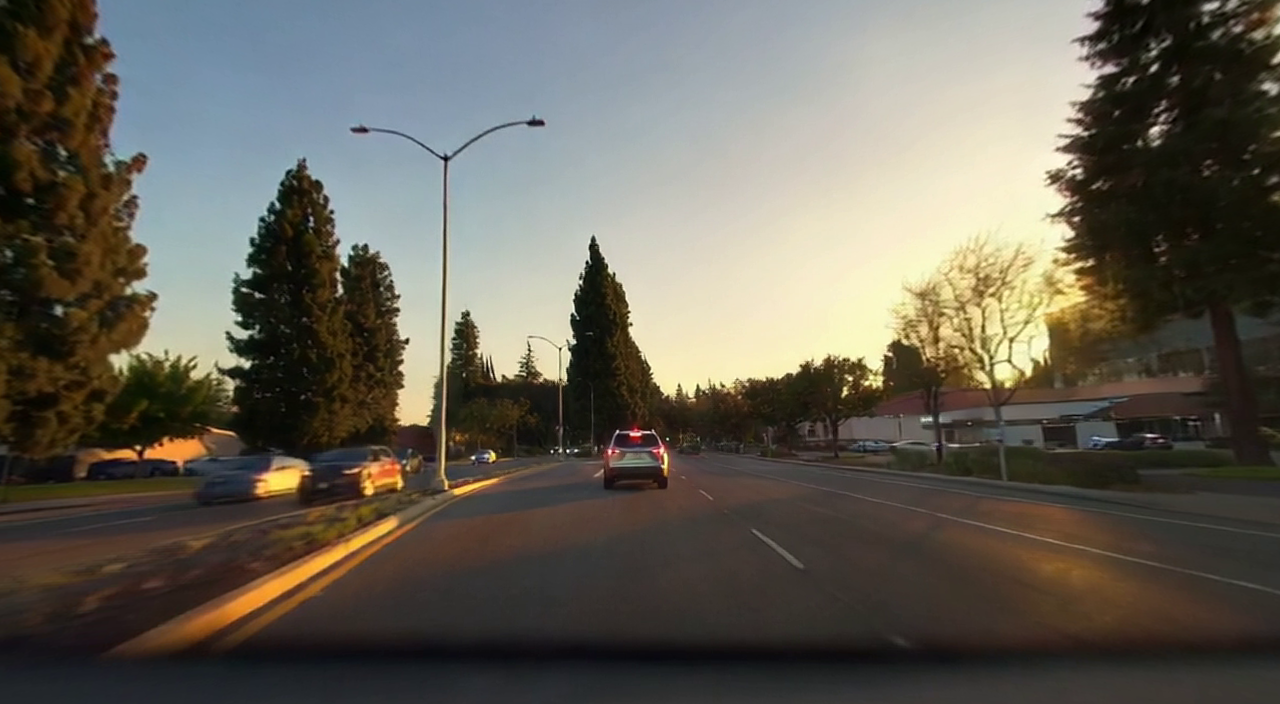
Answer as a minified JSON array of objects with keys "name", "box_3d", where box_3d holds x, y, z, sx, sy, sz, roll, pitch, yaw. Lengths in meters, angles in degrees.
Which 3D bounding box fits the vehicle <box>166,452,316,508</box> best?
[{"name":"vehicle","box_3d":[-12.395,3.962,20.054,1.866,1.491,4.495,0,-8,-1]}]

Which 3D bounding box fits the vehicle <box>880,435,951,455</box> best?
[{"name":"vehicle","box_3d":[20.603,6.963,47.401,4.339,1.456,2.030,0,-8,-3]}]

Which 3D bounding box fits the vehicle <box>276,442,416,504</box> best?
[{"name":"vehicle","box_3d":[-8.643,3.562,19.091,2.120,1.628,4.331,0,-8,0]}]

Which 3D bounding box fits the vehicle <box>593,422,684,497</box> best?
[{"name":"vehicle","box_3d":[-0.213,3.105,18.651,2.300,1.870,4.936,0,-8,-4]}]
